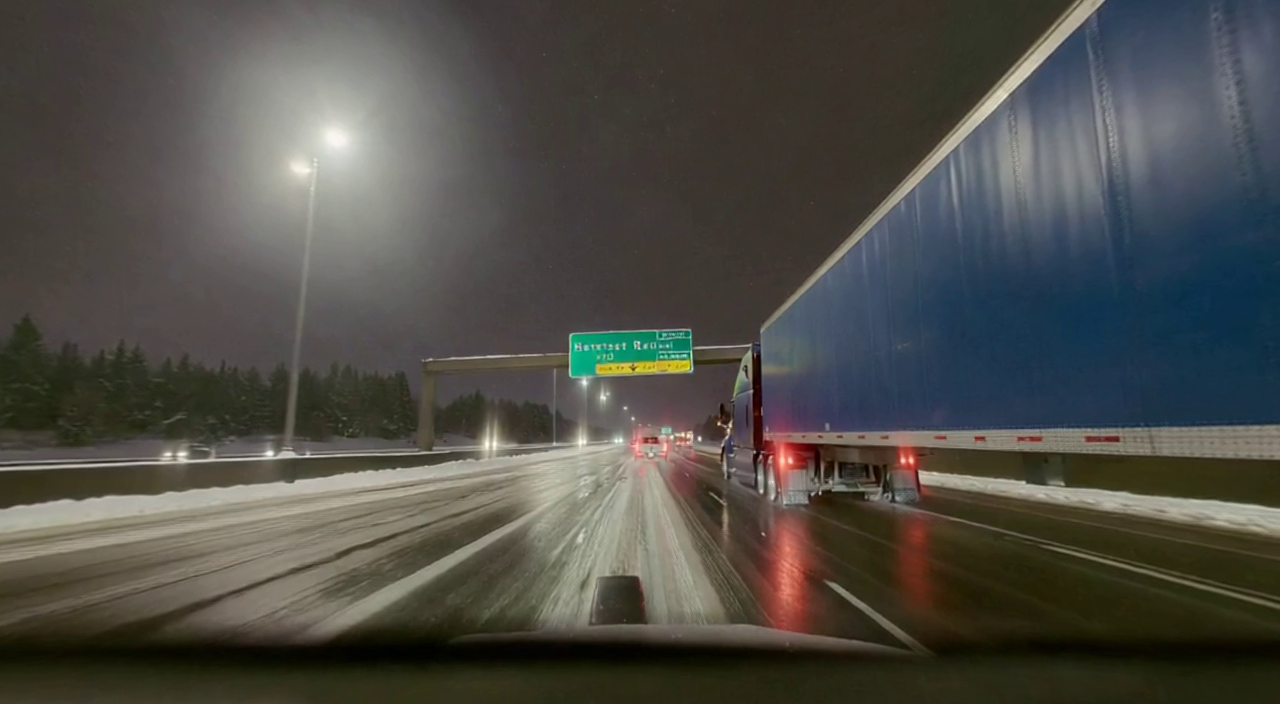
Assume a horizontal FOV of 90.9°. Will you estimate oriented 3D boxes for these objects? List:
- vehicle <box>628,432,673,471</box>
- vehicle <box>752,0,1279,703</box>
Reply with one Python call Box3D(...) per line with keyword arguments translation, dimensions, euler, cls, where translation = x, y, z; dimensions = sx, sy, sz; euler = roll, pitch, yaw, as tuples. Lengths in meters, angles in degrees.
Box3D(translation=(0.513, 5.132, 32.628), dimensions=(2.205, 1.860, 4.301), euler=(0, -8, 0), cls="vehicle")
Box3D(translation=(4.141, 0.337, 7.005), dimensions=(3.019, 4.145, 16.453), euler=(-1, -8, 1), cls="vehicle")
